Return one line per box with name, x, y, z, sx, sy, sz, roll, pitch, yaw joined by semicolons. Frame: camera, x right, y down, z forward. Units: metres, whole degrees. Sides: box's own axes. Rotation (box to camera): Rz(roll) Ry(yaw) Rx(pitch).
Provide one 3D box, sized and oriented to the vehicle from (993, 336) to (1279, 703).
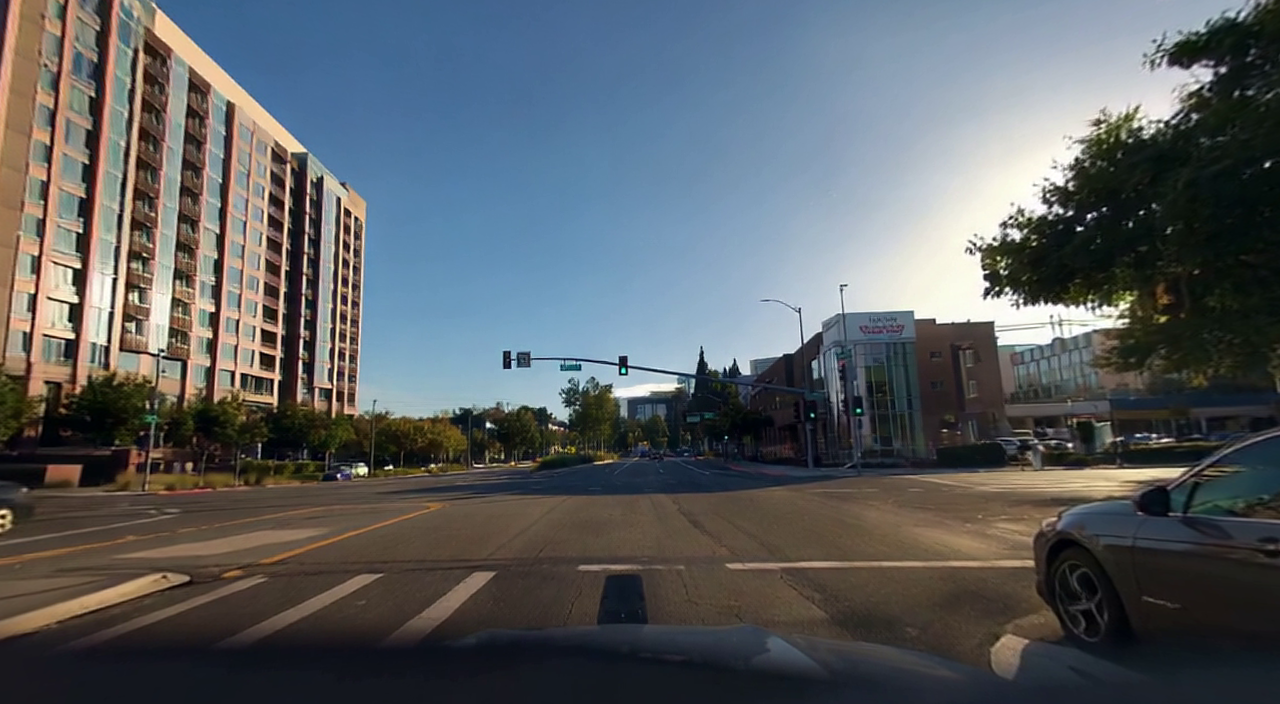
vehicle;3.344;0.722;1.795;1.973;1.697;4.377;0;-8;-3
